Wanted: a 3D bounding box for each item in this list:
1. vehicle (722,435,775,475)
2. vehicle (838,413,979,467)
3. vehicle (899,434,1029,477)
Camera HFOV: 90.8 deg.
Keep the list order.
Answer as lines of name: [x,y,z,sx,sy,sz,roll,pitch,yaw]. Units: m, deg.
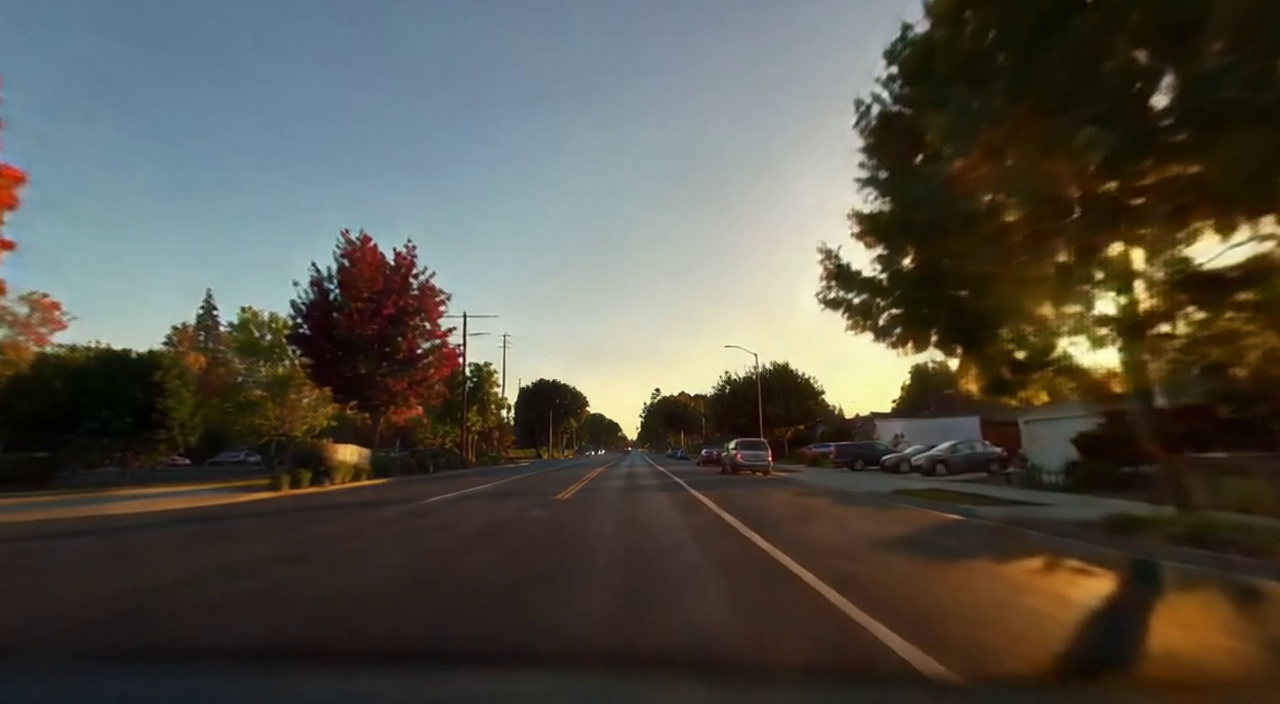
vehicle: [6.333,6.091,37.532,2.275,2.132,5.726,0,-9,1]
vehicle: [15.790,5.241,37.557,6.969,2.929,2.793,-1,-9,0]
vehicle: [14.411,4.628,28.330,4.637,1.842,2.016,0,-9,2]
